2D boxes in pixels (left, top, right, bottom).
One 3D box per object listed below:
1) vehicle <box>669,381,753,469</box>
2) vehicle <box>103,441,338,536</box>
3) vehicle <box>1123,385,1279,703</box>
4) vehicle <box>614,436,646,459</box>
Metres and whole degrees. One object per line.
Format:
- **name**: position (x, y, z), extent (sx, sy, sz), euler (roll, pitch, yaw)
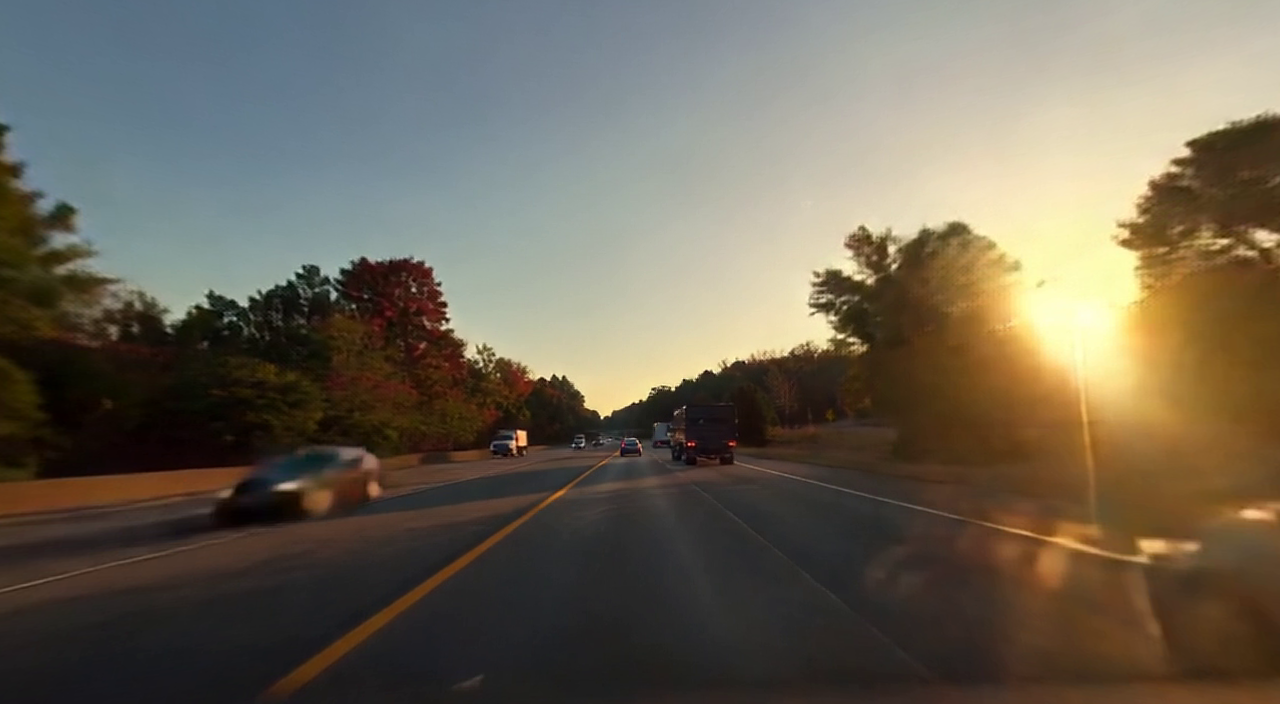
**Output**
- **vehicle**: position (3.552, 4.223, 35.524), extent (2.919, 4.004, 13.911), euler (0, -8, -1)
- **vehicle**: position (-7.941, 2.554, 12.493), extent (1.862, 1.525, 4.059), euler (0, -8, 0)
- **vehicle**: position (3.835, 0.733, 1.383), extent (2.072, 1.534, 4.300), euler (0, -8, -1)
- **vehicle**: position (-0.746, 6.933, 45.946), extent (2.192, 1.623, 4.887), euler (0, -8, -1)
